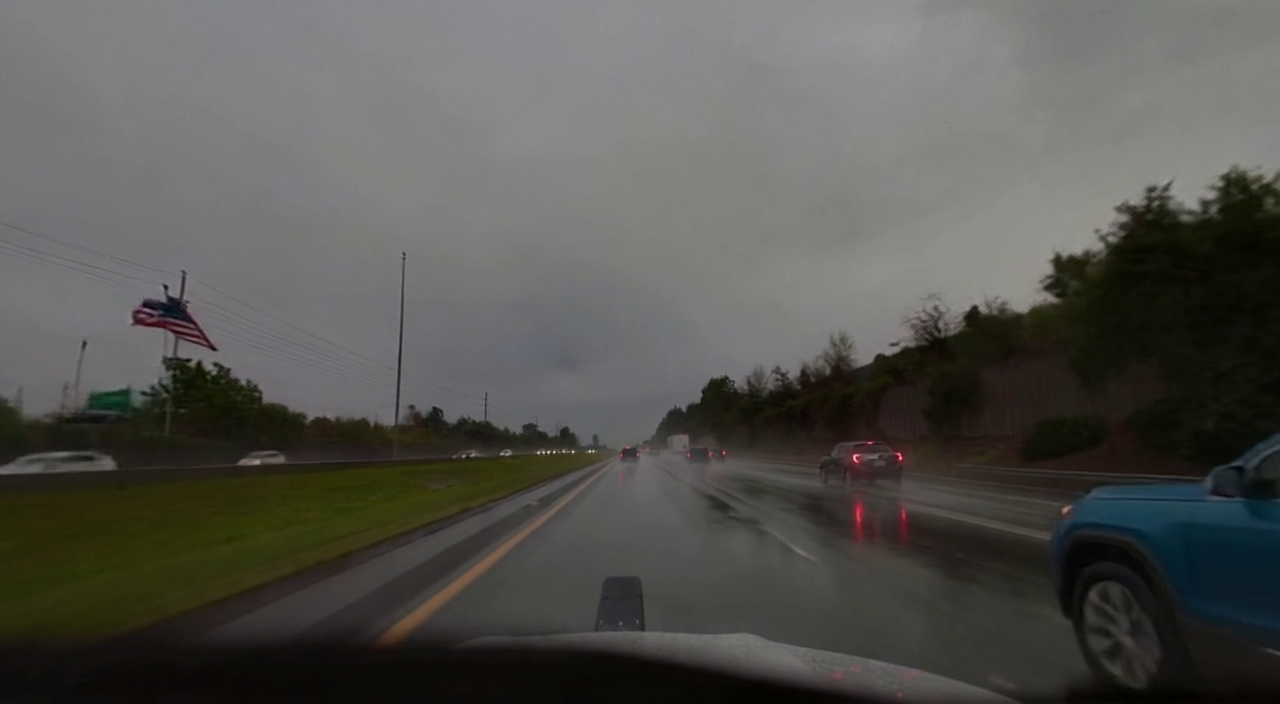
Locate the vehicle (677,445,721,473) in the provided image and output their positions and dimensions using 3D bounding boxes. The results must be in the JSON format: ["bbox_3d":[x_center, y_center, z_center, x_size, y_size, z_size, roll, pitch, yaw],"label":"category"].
[{"bbox_3d":[3.313,6.091,36.145,1.978,1.488,4.252,0,-8,-2],"label":"vehicle"}]

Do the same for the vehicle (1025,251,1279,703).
[{"bbox_3d":[3.655,0.400,0.778,2.461,2.013,6.075,0,-8,-1],"label":"vehicle"}]

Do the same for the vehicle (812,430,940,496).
[{"bbox_3d":[7.250,3.457,20.071,2.114,1.800,4.779,0,-8,-1],"label":"vehicle"}]

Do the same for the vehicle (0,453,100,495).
[{"bbox_3d":[-24.633,4.821,25.341,1.913,1.482,4.512,0,-8,0],"label":"vehicle"}]

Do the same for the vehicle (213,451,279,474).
[{"bbox_3d":[-29.059,8.151,46.806,2.040,1.608,4.477,0,-8,-1],"label":"vehicle"}]

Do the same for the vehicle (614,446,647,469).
[{"bbox_3d":[-0.605,6.922,41.628,2.085,1.449,3.860,0,-8,-1],"label":"vehicle"}]
